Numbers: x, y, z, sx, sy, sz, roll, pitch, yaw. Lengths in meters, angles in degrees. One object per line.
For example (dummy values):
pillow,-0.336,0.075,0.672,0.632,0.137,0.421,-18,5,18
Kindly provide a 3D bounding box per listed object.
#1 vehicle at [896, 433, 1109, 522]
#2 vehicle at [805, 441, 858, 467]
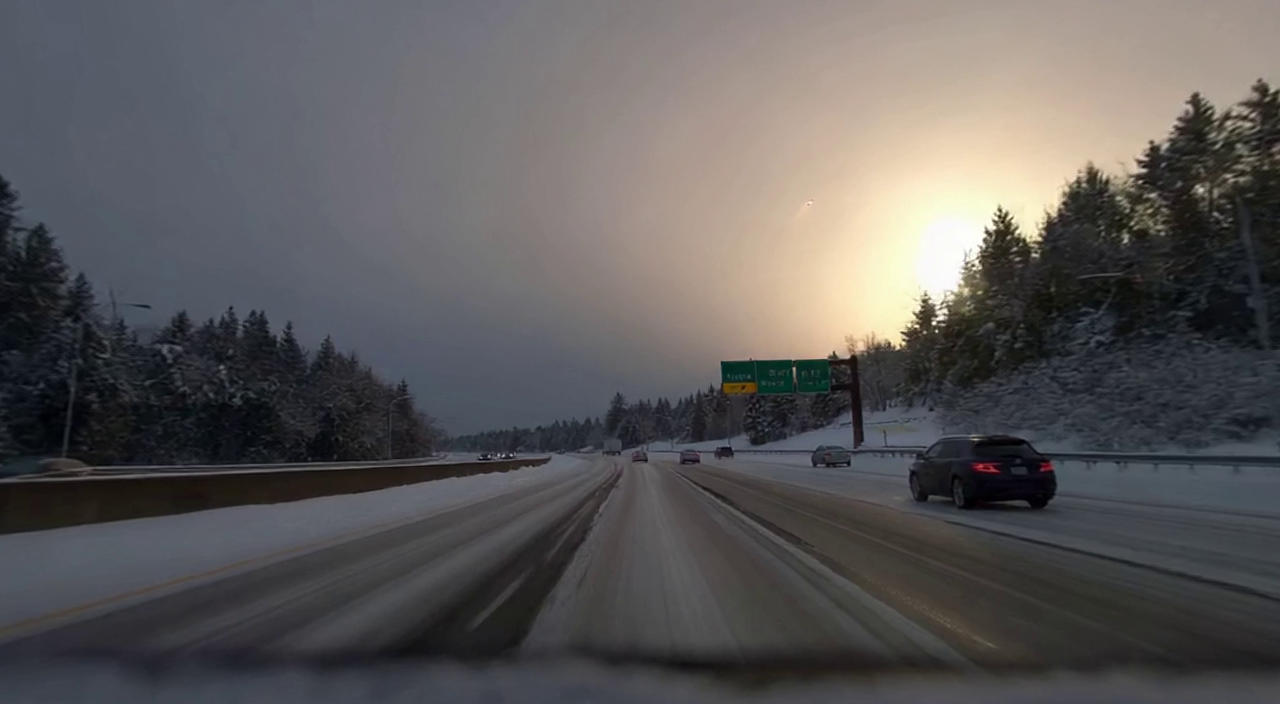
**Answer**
vehicle,7.696,2.688,14.000,2.124,1.661,4.267,0,-9,-1
vehicle,14.206,7.609,47.163,2.107,1.803,5.385,0,-9,-2
